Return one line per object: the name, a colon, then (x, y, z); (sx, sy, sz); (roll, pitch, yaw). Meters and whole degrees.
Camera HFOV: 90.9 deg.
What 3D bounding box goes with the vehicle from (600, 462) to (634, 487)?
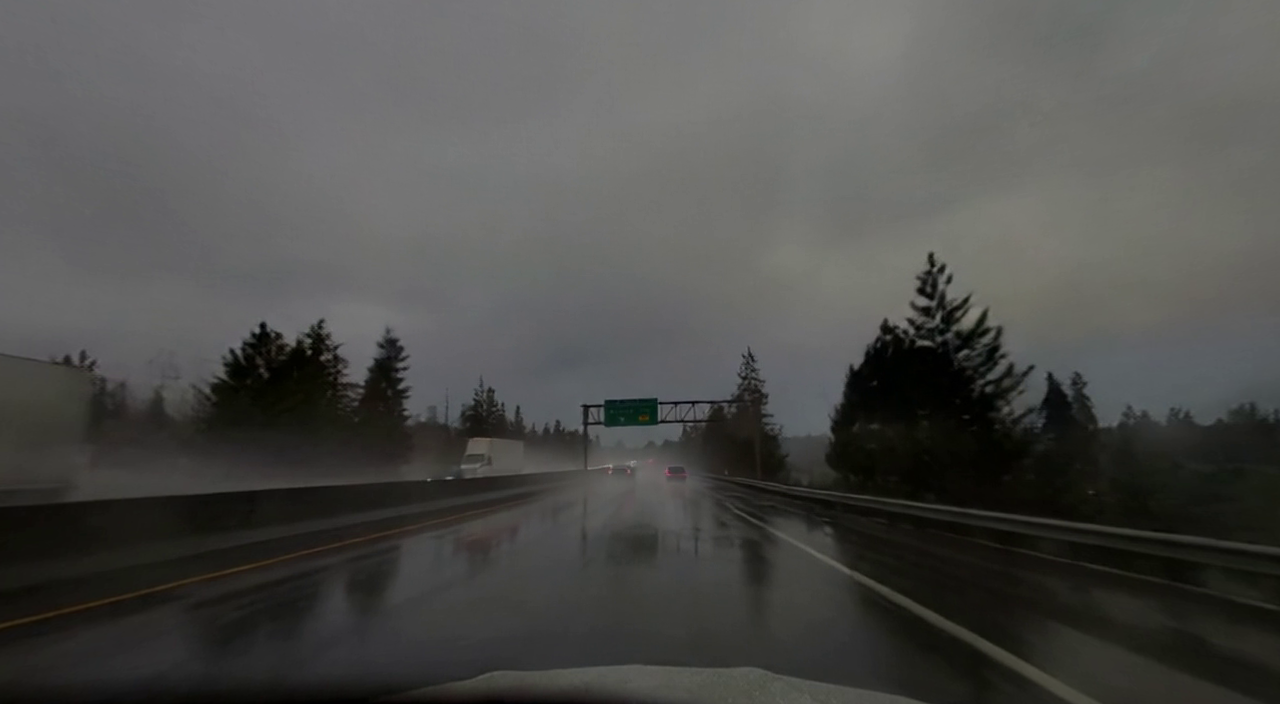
vehicle: (-1.668, 9.109, 47.008); (2.160, 1.721, 4.368); (0, -11, 3)
